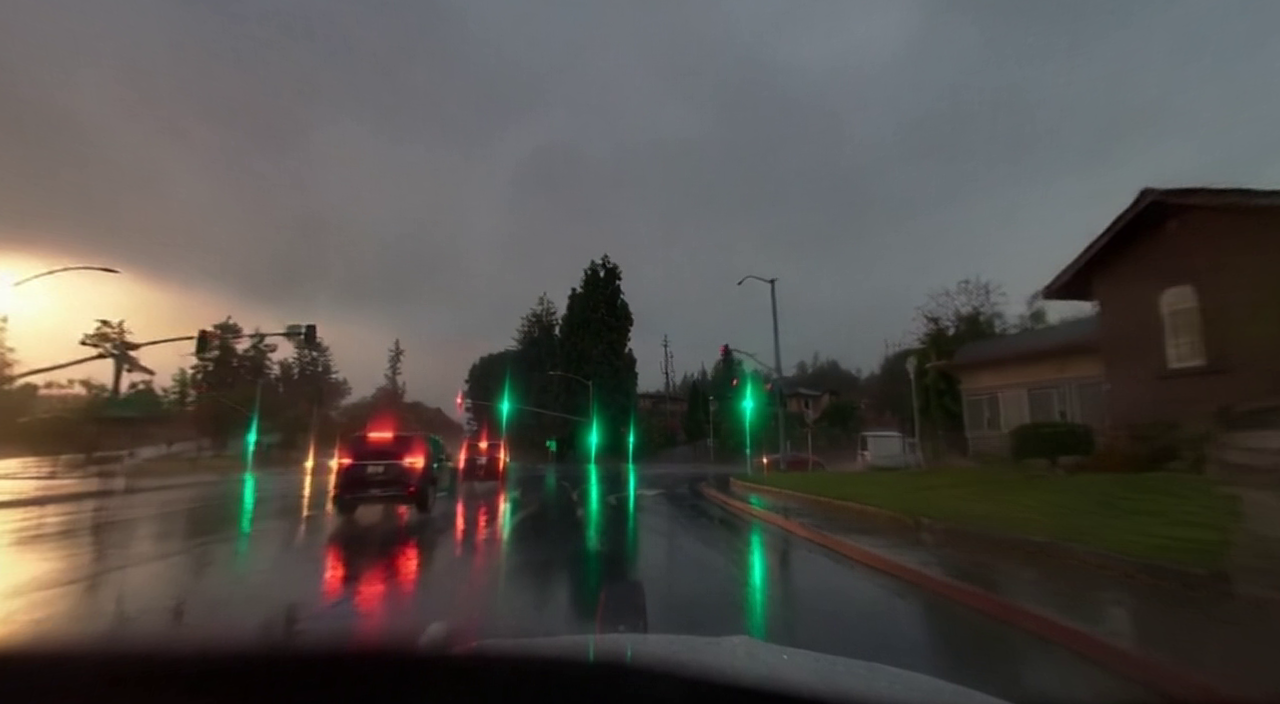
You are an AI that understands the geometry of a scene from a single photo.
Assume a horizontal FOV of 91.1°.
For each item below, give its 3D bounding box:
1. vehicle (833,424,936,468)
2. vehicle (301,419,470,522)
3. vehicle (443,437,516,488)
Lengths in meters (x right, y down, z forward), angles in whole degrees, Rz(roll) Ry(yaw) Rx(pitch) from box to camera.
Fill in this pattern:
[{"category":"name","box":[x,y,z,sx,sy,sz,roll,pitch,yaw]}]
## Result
[{"category":"vehicle","box":[16.675,6.398,42.839,6.269,2.785,2.334,2,-9,-16]},{"category":"vehicle","box":[-5.167,2.450,13.515,2.152,1.822,4.391,1,-8,-6]},{"category":"vehicle","box":[-5.689,3.953,22.780,2.024,1.655,4.301,1,-8,-7]}]
